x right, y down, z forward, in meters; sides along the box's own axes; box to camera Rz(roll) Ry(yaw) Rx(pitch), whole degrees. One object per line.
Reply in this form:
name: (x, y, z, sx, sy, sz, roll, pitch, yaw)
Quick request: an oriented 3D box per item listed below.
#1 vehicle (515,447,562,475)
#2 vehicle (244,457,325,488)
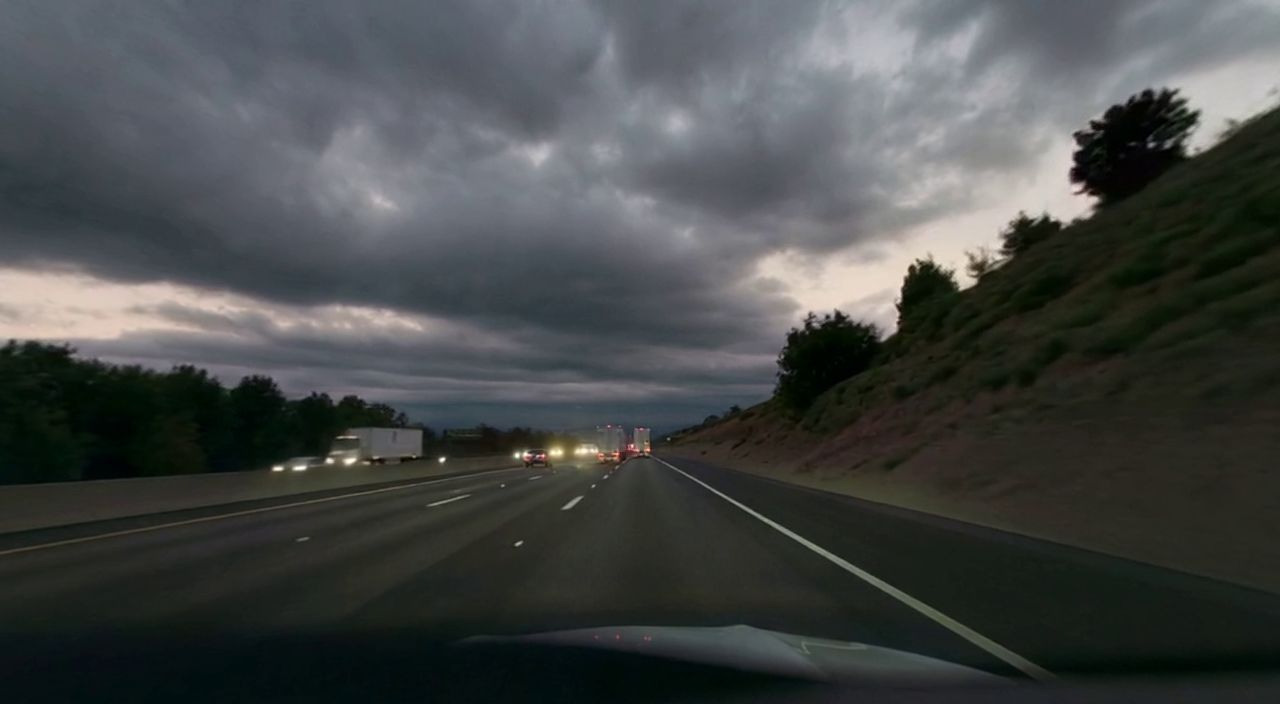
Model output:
vehicle: (-5.788, 6.282, 36.535, 2.091, 1.527, 4.455, 0, -9, -1)
vehicle: (-18.697, 6.332, 33.434, 1.815, 1.431, 4.216, 0, -9, 0)
